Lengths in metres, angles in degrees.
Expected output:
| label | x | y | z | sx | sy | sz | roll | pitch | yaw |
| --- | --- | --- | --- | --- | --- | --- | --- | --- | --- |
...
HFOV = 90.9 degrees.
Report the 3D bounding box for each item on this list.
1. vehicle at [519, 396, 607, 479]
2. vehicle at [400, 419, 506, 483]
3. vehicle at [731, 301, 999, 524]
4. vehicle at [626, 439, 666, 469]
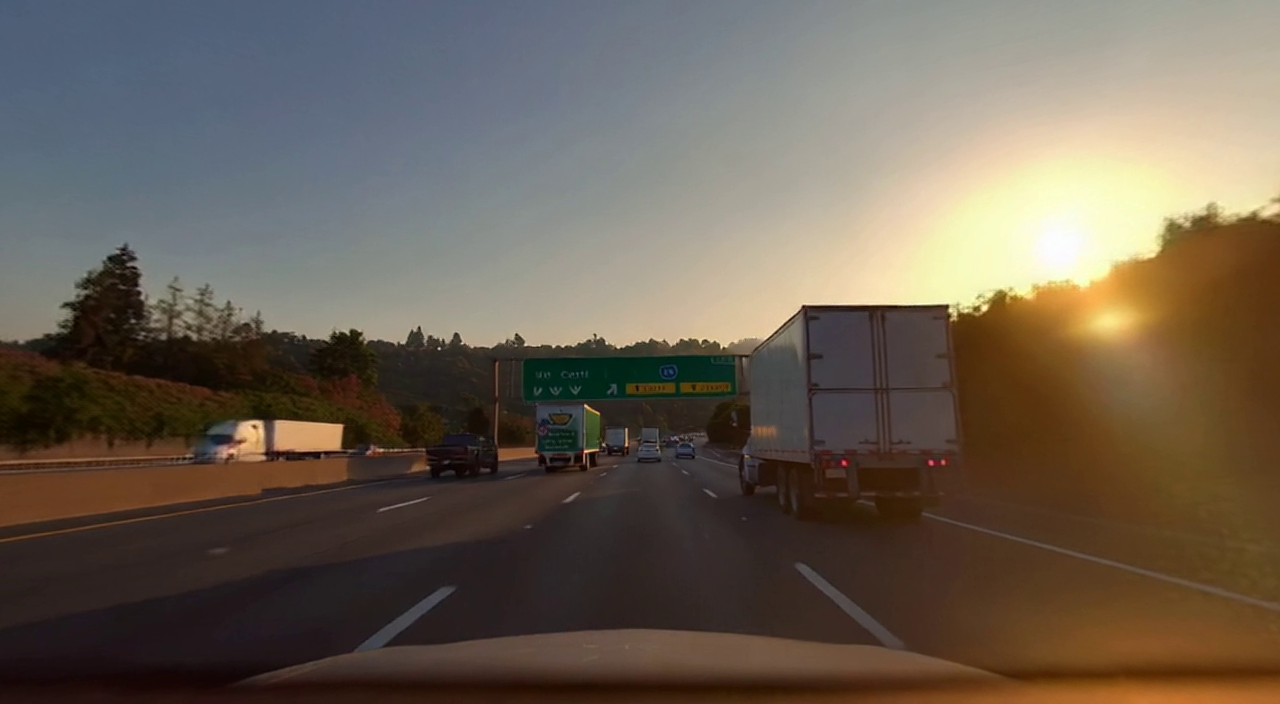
| label | x | y | z | sx | sy | sz | roll | pitch | yaw |
| --- | --- | --- | --- | --- | --- | --- | --- | --- | --- |
| vehicle | -3.128 | 3.814 | 27.979 | 2.745 | 3.156 | 7.608 | 0 | -8 | 2 |
| vehicle | -7.044 | 3.828 | 24.522 | 2.322 | 2.195 | 5.556 | 0 | -8 | 1 |
| vehicle | 4.025 | 1.463 | 13.662 | 2.895 | 3.484 | 7.631 | 0 | -8 | 0 |
| vehicle | 0.313 | 5.592 | 34.765 | 2.105 | 1.502 | 4.068 | 0 | -8 | 0 |
